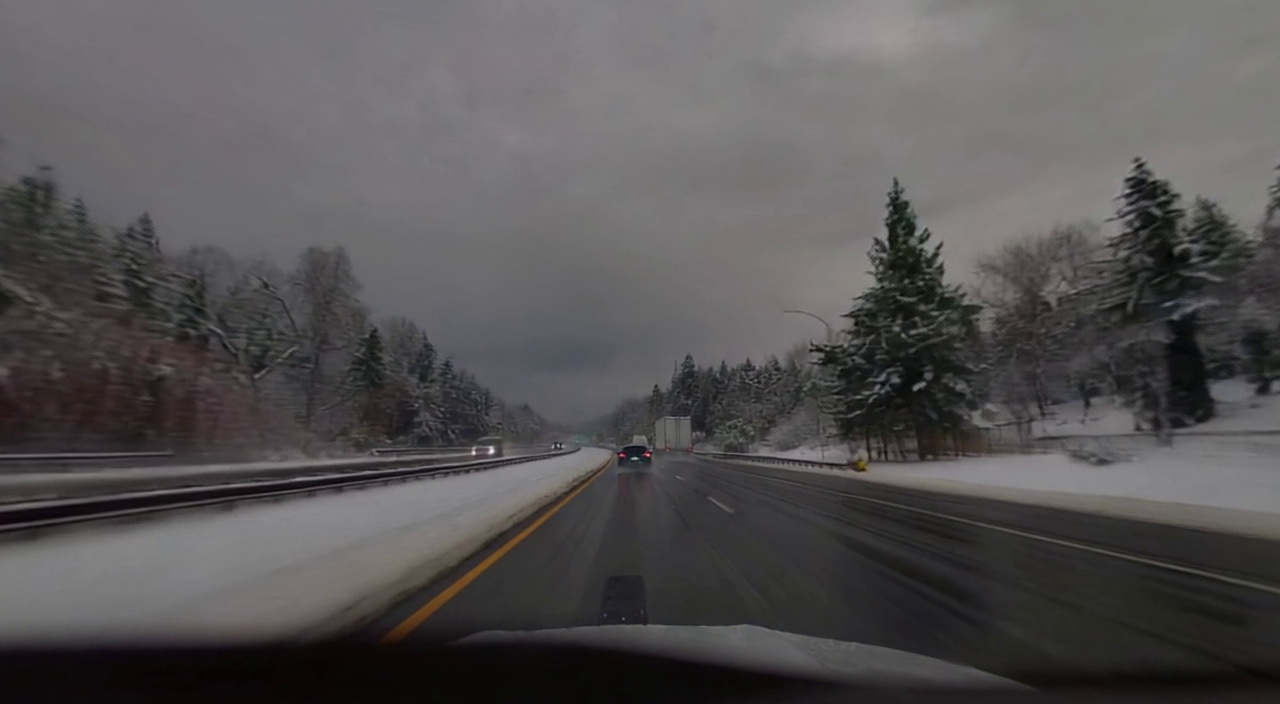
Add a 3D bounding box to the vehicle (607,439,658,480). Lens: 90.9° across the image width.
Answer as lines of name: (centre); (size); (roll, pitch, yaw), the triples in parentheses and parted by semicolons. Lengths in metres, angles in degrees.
vehicle: (-0.354, 4.922, 28.992); (2.190, 1.706, 4.062); (0, -9, -1)
